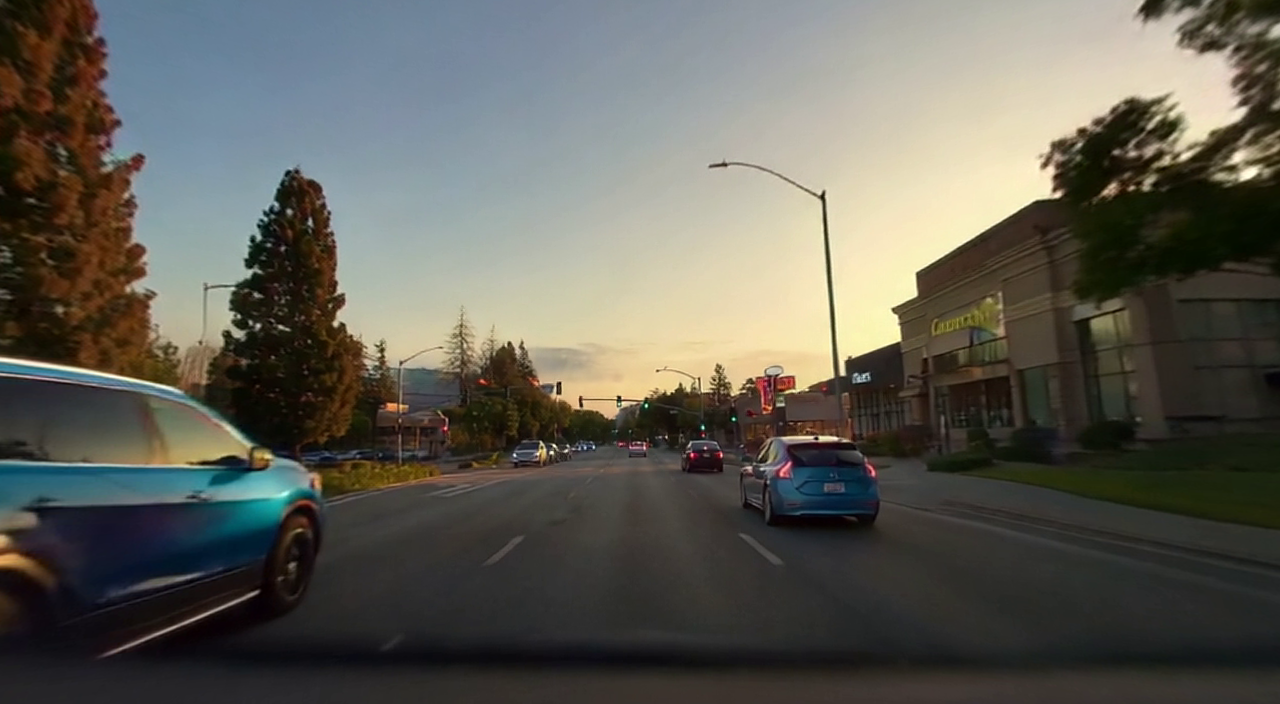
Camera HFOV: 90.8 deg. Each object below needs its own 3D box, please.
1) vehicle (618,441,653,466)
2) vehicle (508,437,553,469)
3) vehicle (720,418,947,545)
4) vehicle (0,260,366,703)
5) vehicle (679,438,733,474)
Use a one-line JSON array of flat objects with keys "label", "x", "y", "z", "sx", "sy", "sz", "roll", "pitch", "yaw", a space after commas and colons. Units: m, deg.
[{"label": "vehicle", "x": -0.292, "y": 6.154, "z": 38.463, "sx": 2.008, "sy": 1.464, "sz": 4.052, "roll": 0, "pitch": -8, "yaw": -1}, {"label": "vehicle", "x": -6.738, "y": 6.249, "z": 39.366, "sx": 2.136, "sy": 1.837, "sz": 4.669, "roll": 0, "pitch": -8, "yaw": -2}, {"label": "vehicle", "x": 2.779, "y": 2.004, "z": 10.514, "sx": 2.174, "sy": 1.596, "sz": 4.779, "roll": 0, "pitch": -8, "yaw": -1}, {"label": "vehicle", "x": -3.740, "y": 0.862, "z": 3.583, "sx": 2.368, "sy": 2.037, "sz": 5.319, "roll": 0, "pitch": -8, "yaw": -5}, {"label": "vehicle", "x": 2.853, "y": 4.629, "z": 28.381, "sx": 1.842, "sy": 1.480, "sz": 4.155, "roll": 0, "pitch": -8, "yaw": -2}]
